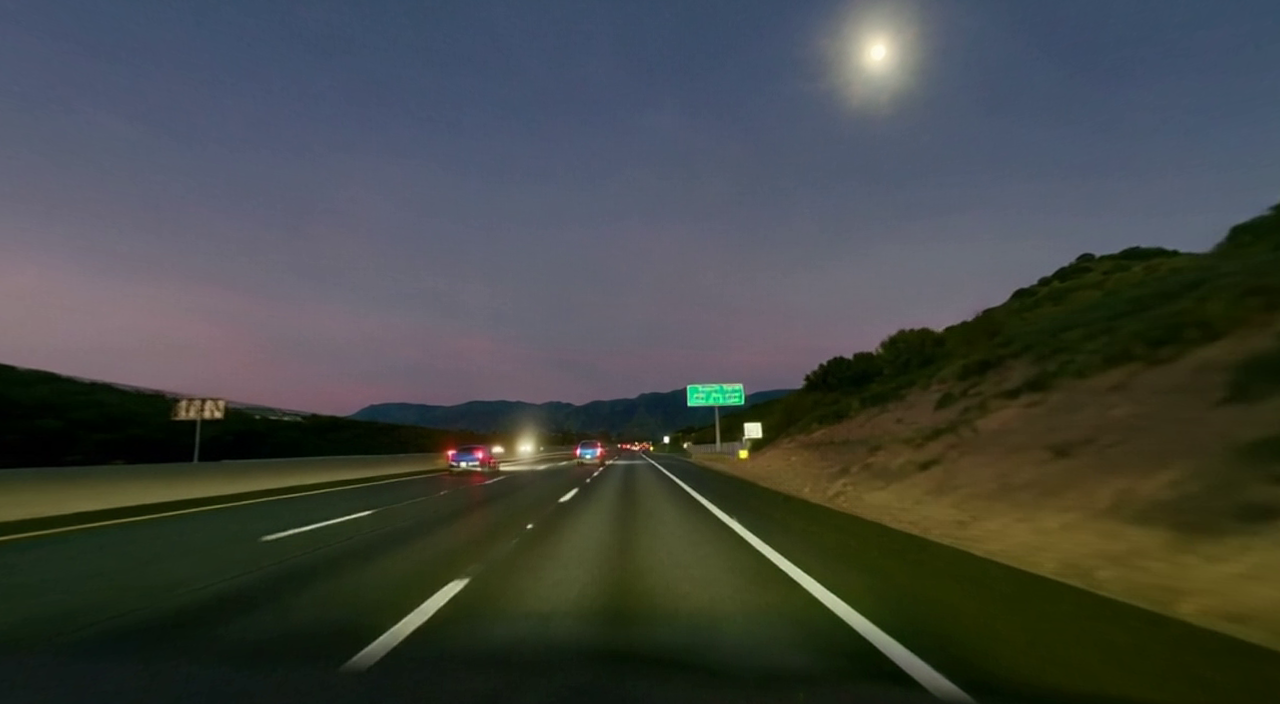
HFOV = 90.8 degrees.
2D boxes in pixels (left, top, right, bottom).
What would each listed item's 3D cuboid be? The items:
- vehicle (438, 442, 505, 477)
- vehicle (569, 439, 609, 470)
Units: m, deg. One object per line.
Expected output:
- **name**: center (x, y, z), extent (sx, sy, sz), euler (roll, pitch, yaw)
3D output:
- **vehicle**: center (-7.807, 5.032, 29.793), extent (1.930, 1.508, 4.567), euler (0, -9, 0)
- **vehicle**: center (-3.120, 6.349, 39.237), extent (2.029, 1.753, 4.718), euler (0, -9, 1)
